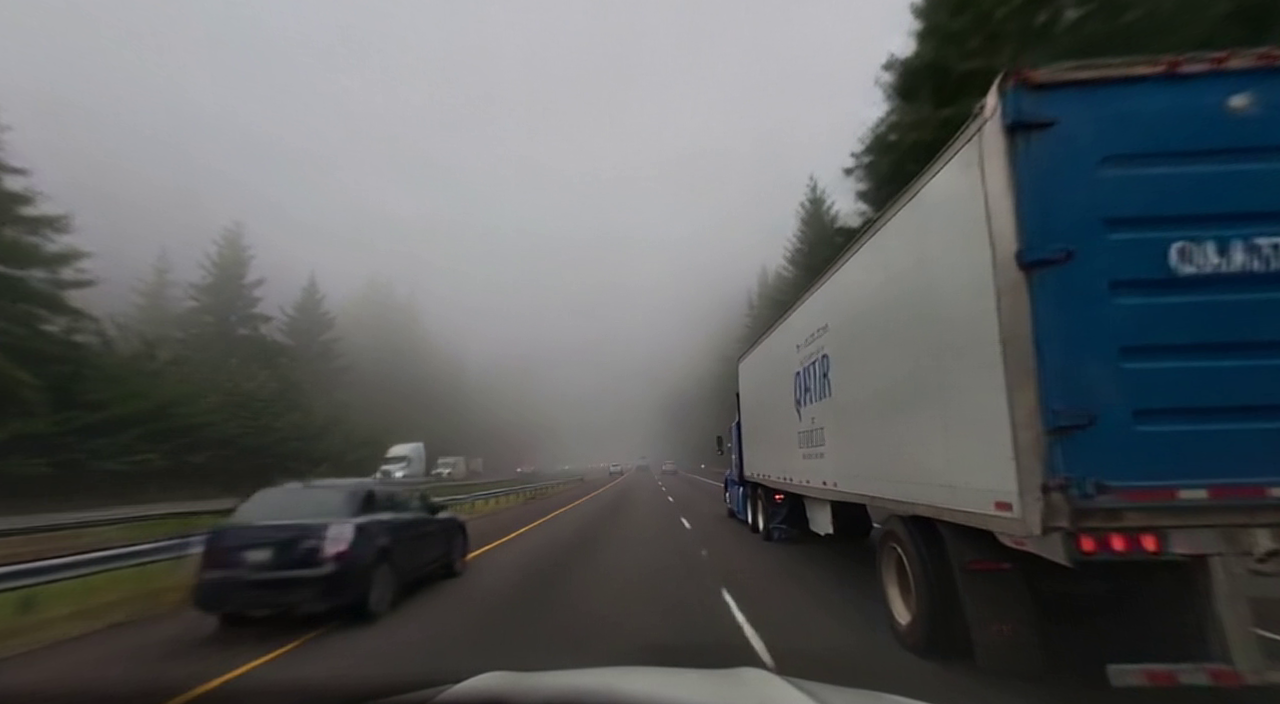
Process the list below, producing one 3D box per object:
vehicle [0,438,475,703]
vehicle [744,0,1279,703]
[{"bbox_3d":[-2.937,1.508,5.210,2.032,1.407,3.641,0,-10,2],"label":"vehicle"},{"bbox_3d":[3.579,0.705,7.331,2.871,4.032,10.642,1,-10,0],"label":"vehicle"}]
